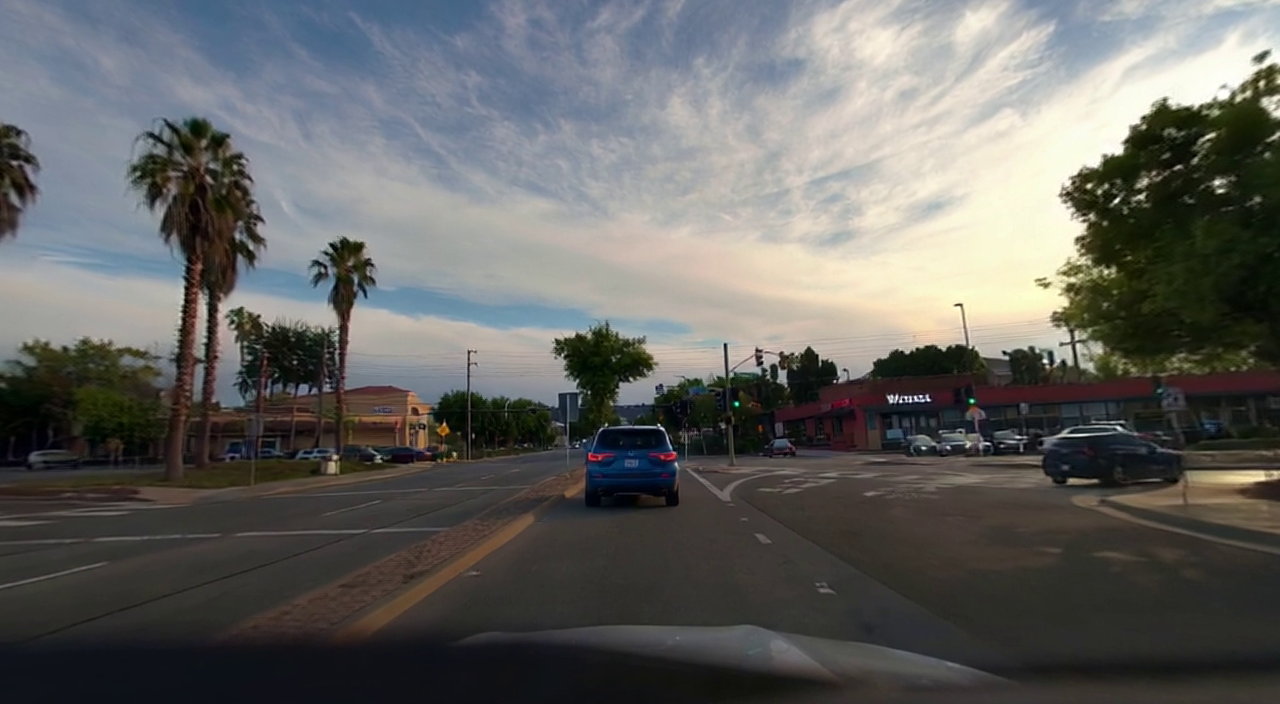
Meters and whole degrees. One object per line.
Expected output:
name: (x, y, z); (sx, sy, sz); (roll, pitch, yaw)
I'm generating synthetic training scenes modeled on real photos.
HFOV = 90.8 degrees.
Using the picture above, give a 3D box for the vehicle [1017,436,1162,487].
vehicle: (15.343, 3.672, 21.572); (4.542, 1.560, 2.086); (4, -9, -28)

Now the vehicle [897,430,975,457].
vehicle: (21.719, 6.753, 46.455); (4.852, 1.847, 1.983); (-6, -10, 33)

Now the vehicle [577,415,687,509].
vehicle: (-0.095, 2.629, 15.516); (2.263, 1.932, 4.709); (0, -8, 2)

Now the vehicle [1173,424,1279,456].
vehicle: (32.479, 4.890, 34.975); (4.167, 1.655, 1.841); (-5, -10, 32)
